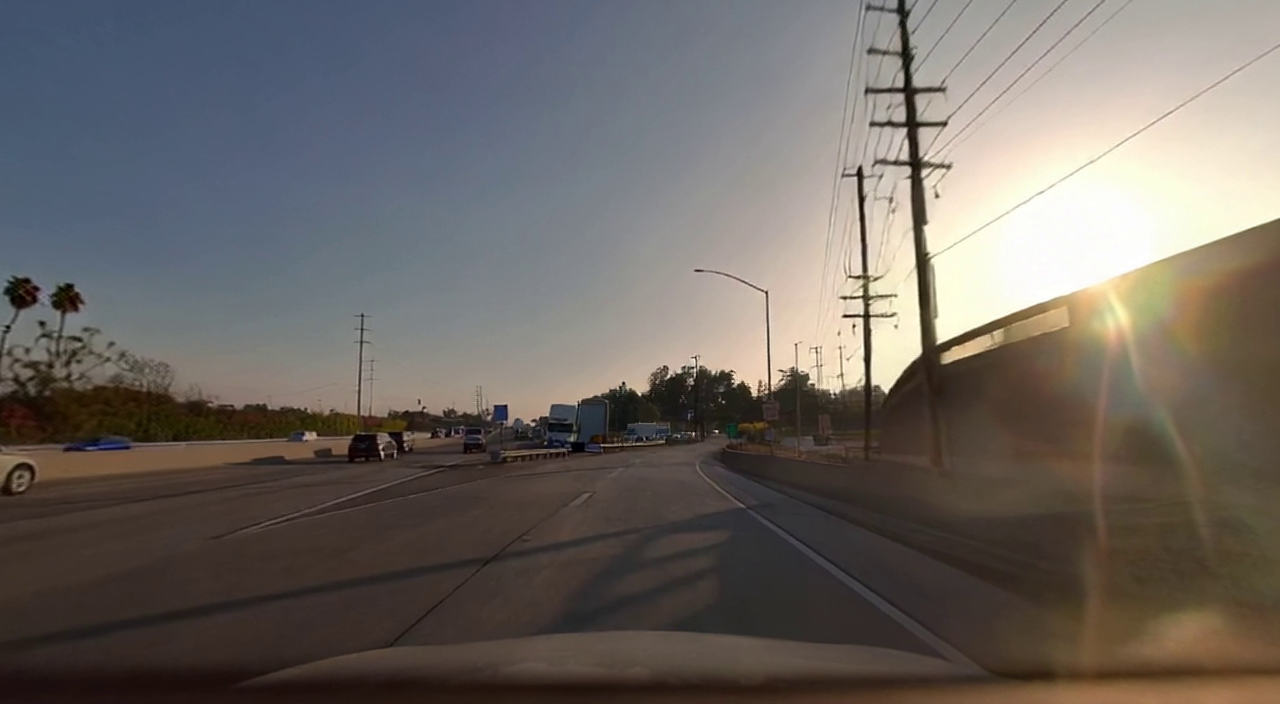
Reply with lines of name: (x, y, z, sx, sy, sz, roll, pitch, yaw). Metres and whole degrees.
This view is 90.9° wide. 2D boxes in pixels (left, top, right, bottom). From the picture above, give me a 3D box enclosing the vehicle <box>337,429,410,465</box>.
vehicle: (-12.762, 4.595, 30.526, 2.029, 1.609, 3.935, 1, -8, -4)
